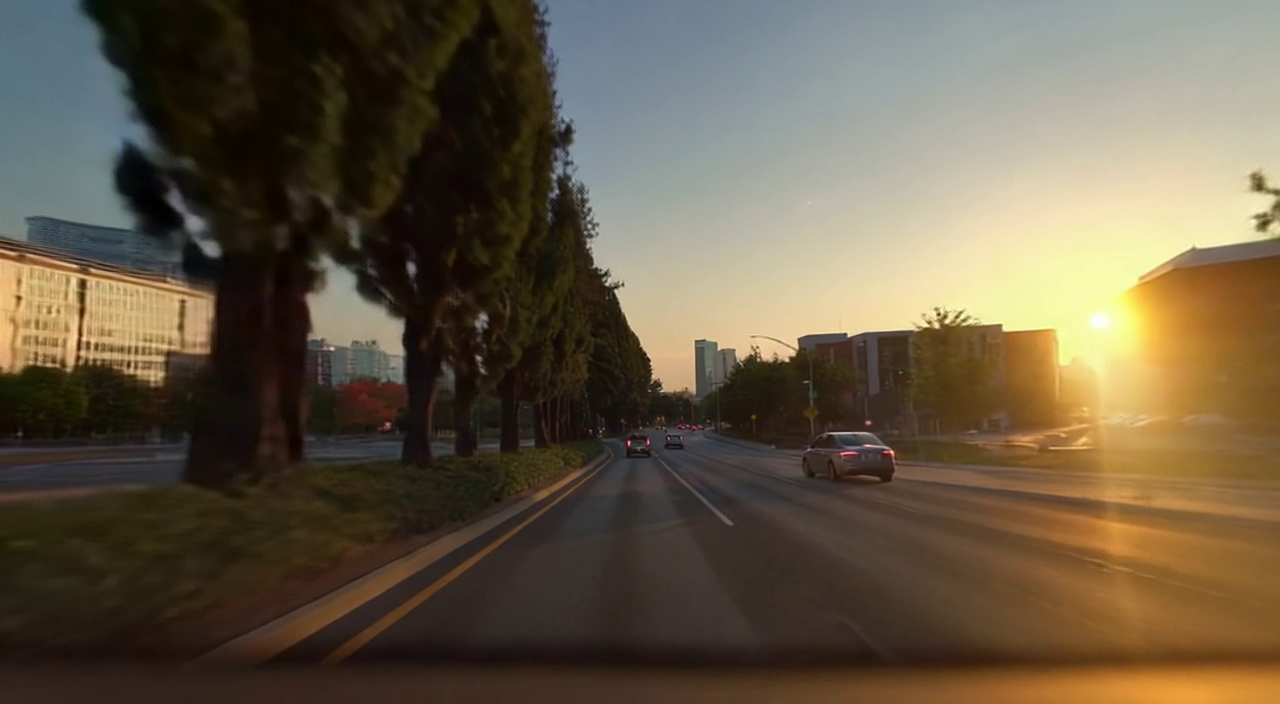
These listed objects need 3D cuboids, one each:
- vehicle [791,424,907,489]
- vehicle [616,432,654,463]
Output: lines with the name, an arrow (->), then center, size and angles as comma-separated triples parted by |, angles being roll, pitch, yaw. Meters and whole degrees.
vehicle -> 6.434, 3.280, 20.116 | 2.026, 1.804, 4.565 | 0, -8, -1
vehicle -> -0.307, 5.826, 38.641 | 2.193, 1.794, 4.457 | 0, -8, 0
